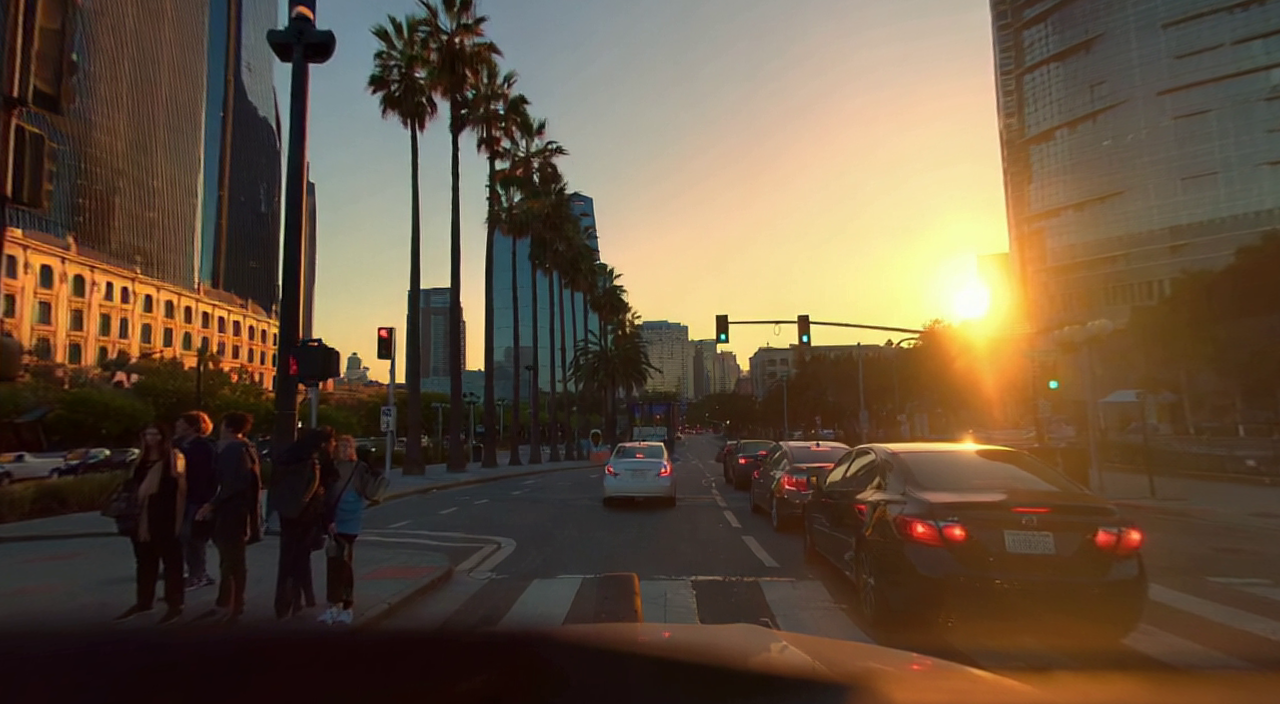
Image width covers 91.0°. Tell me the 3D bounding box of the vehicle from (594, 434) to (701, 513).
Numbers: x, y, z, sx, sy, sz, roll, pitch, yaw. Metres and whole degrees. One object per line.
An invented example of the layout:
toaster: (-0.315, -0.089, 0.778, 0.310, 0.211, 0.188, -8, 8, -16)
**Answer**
vehicle: (0.182, 2.624, 14.021, 2.048, 1.503, 3.681, 0, -9, 1)

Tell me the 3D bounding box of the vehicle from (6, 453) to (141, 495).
vehicle: (-26.696, 5.718, 29.952, 2.105, 1.793, 4.812, 0, -9, -3)

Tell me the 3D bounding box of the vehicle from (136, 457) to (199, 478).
vehicle: (-36.828, 8.995, 49.212, 1.700, 1.527, 4.445, 1, -9, -4)

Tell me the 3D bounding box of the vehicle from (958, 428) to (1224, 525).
vehicle: (8.178, 2.280, 12.055, 1.859, 1.508, 4.259, 0, -9, -1)

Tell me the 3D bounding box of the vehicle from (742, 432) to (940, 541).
vehicle: (3.101, 2.165, 10.835, 1.913, 1.469, 4.425, 0, -9, -1)

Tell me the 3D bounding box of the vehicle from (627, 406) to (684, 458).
vehicle: (0.840, 3.755, 29.173, 2.230, 2.158, 5.498, -1, -9, 5)
